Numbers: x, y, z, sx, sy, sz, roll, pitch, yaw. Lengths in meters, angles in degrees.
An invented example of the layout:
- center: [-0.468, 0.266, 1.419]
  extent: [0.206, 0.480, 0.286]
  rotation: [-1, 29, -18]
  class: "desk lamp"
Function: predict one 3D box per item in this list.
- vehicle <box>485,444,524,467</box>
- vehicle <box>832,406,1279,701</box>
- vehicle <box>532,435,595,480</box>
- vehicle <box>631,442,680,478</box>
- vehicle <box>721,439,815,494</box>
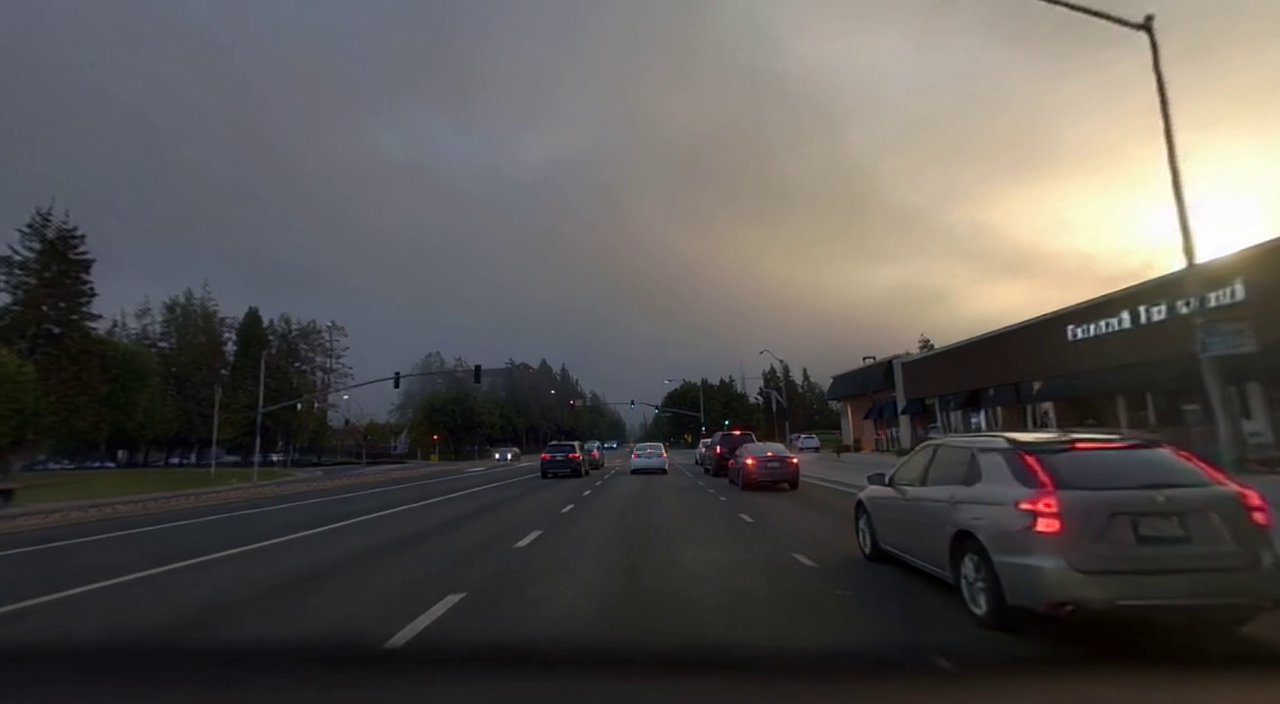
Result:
- center: [-9.898, 7.587, 46.316]
  extent: [1.989, 1.598, 4.054]
  rotation: [-1, -9, 0]
  class: "vehicle"
- center: [3.313, 1.344, 5.428]
  extent: [1.948, 1.474, 4.360]
  rotation: [0, -8, 0]
  class: "vehicle"
- center: [-3.110, 4.434, 26.667]
  extent: [2.023, 1.720, 4.452]
  rotation: [-1, -8, 1]
  class: "vehicle"
- center: [0.618, 4.629, 27.232]
  extent: [1.971, 1.433, 3.923]
  rotation: [0, -8, 0]
  class: "vehicle"
- center: [3.702, 3.393, 19.053]
  extent: [1.913, 1.463, 4.198]
  rotation: [0, -8, -1]
  class: "vehicle"
